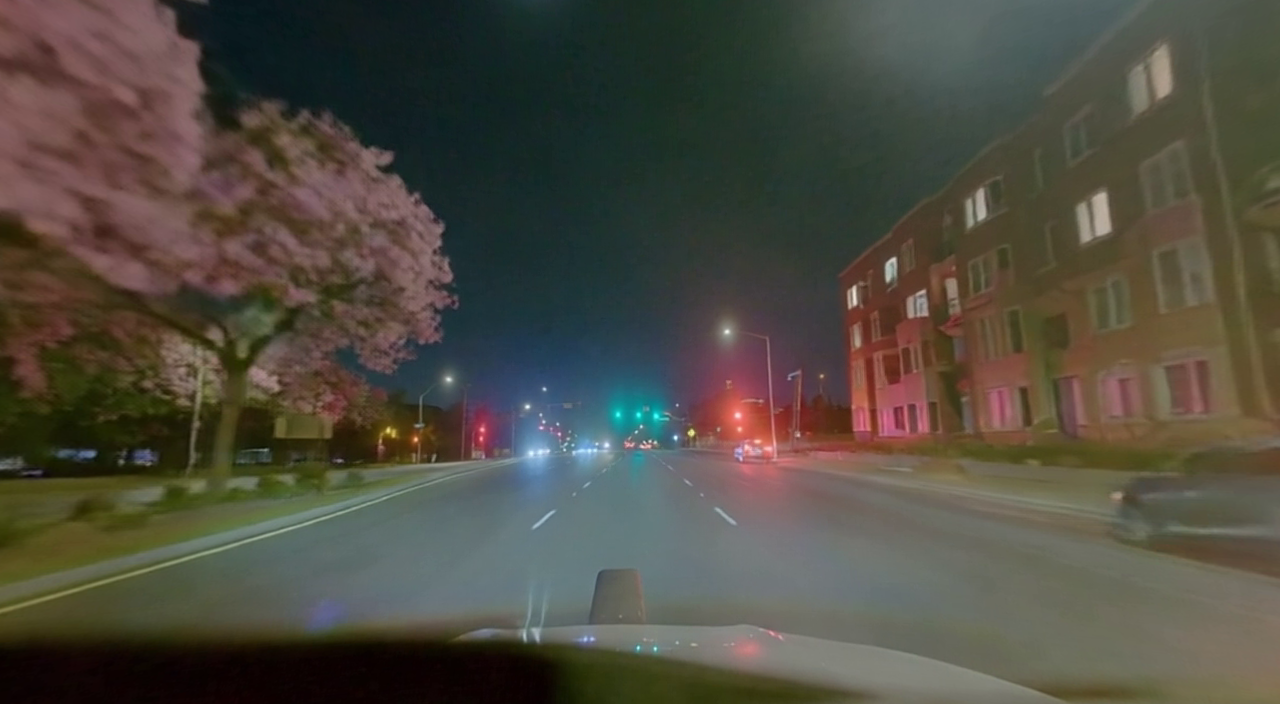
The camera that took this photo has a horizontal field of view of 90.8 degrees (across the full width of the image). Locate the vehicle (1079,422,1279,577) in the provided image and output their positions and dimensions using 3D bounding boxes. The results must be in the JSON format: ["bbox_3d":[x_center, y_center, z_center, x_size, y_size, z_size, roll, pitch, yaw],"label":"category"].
[{"bbox_3d":[7.068,1.465,6.462,2.032,1.449,4.413,0,-8,1],"label":"vehicle"}]

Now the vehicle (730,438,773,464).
[{"bbox_3d":[7.176,6.421,41.198,1.933,1.580,4.162,0,-8,-1],"label":"vehicle"}]
